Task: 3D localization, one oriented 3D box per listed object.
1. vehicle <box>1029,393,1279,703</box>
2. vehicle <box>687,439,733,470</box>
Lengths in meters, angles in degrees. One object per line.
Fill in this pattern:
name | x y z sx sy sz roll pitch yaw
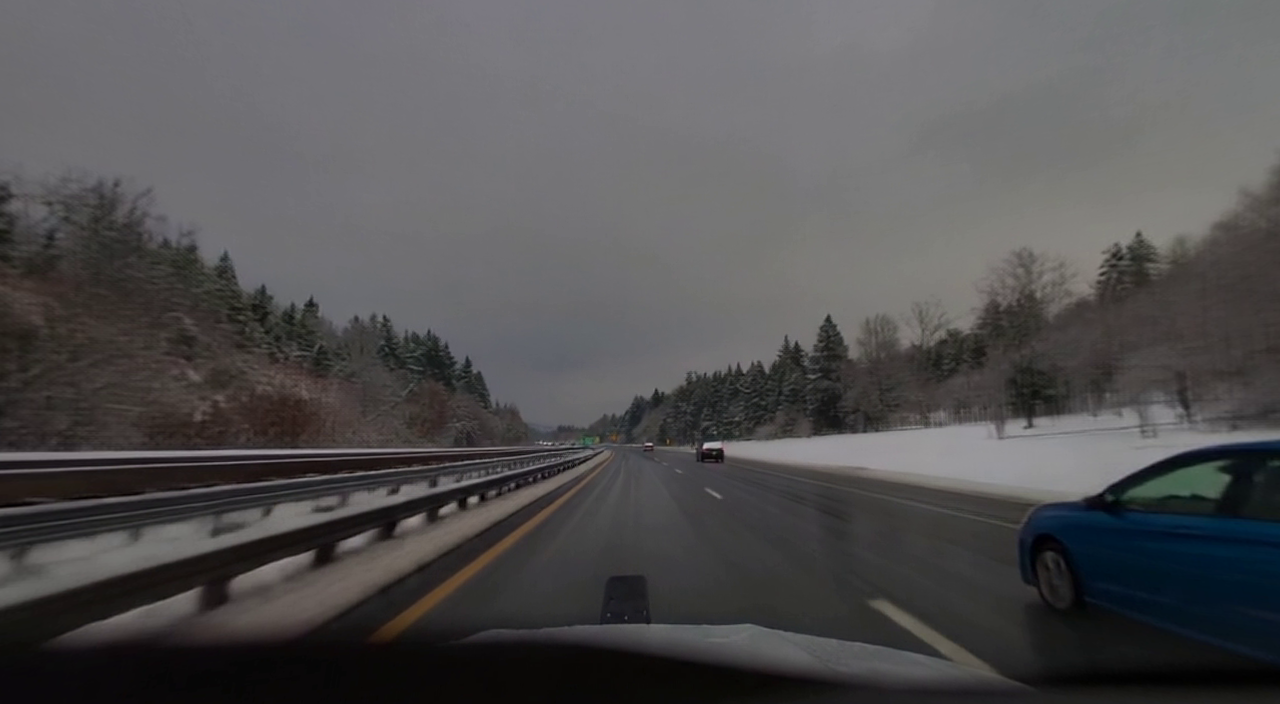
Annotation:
vehicle | 4.017 0.925 2.656 2.072 1.528 4.176 0 -8 0
vehicle | 3.662 5.428 33.374 1.945 1.538 3.729 0 -8 -1
